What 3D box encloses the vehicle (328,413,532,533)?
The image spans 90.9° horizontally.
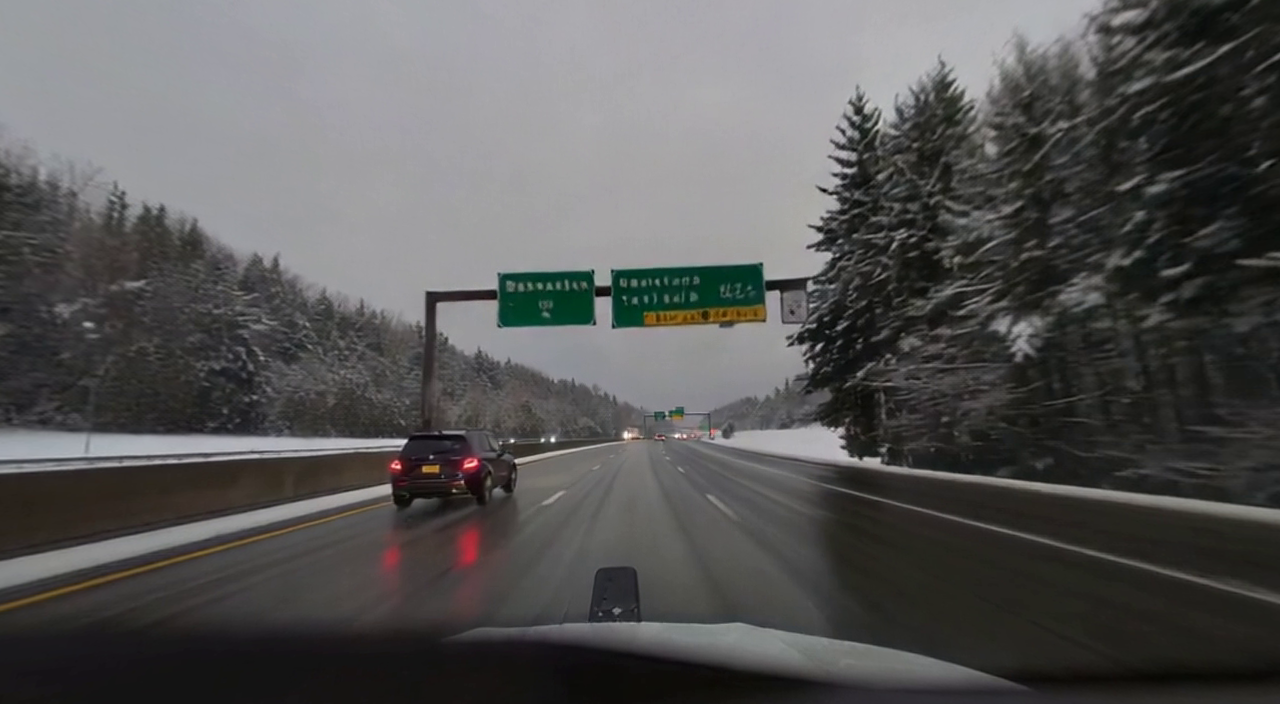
[{"bbox_3d":[-3.281,1.966,10.876,2.084,1.654,4.080,0,-8,0],"label":"vehicle"}]
